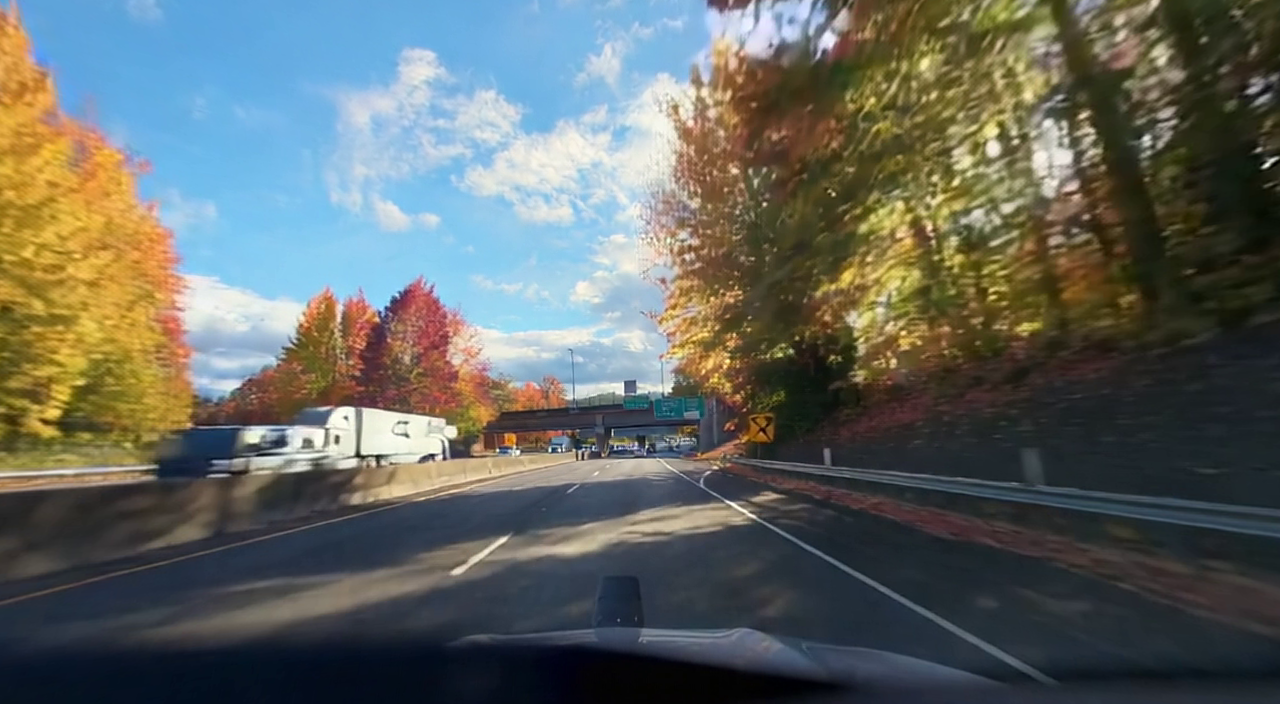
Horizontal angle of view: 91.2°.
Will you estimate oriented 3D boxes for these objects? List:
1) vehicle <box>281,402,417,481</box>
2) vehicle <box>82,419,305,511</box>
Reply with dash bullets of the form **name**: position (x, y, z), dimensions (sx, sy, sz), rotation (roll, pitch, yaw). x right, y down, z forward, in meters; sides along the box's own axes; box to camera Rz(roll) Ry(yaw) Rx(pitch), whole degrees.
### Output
- **vehicle**: position (-17.063, 5.487, 38.020), dimensions (3.153, 4.035, 10.671), rotation (-1, -9, 0)
- **vehicle**: position (-13.415, 3.449, 19.618), dimensions (2.440, 2.384, 6.087), rotation (-1, -9, 0)
